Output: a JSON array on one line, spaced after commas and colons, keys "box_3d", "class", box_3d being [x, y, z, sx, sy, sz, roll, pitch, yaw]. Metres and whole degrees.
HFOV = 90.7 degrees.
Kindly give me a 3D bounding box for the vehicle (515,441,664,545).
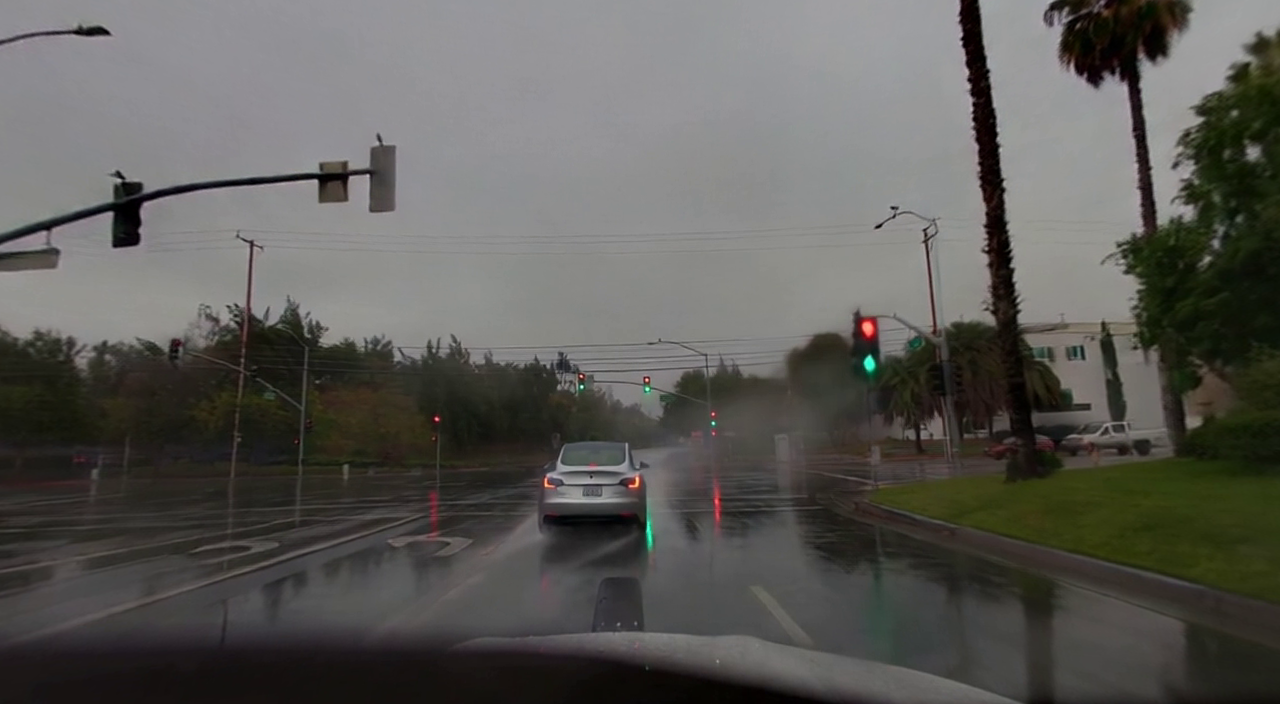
[{"box_3d": [-0.791, 2.363, 11.354, 2.152, 1.478, 4.229, 0, -8, -2], "class": "vehicle"}]
